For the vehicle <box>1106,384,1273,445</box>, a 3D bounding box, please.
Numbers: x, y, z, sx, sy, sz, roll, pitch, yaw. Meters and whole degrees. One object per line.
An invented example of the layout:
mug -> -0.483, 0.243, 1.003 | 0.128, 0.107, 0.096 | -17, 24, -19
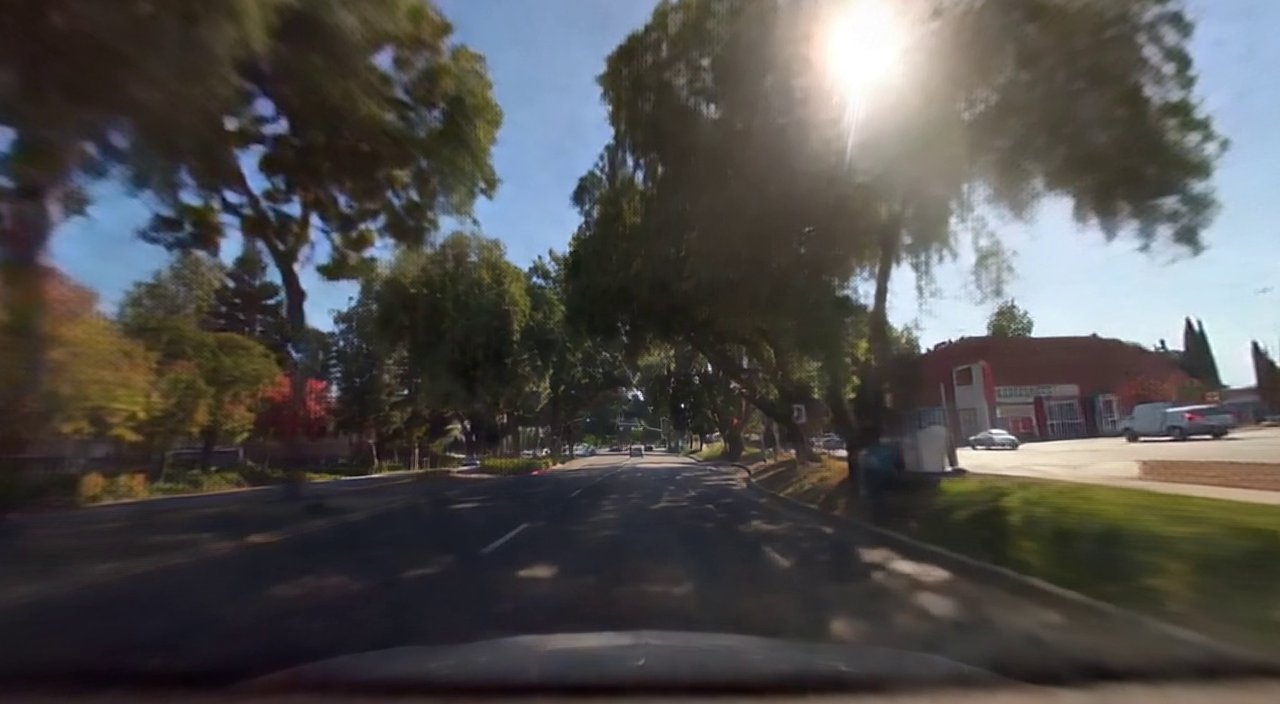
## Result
vehicle -> 41.687, 4.874, 48.318 | 8.935, 3.546, 2.885 | -13, -10, 37
